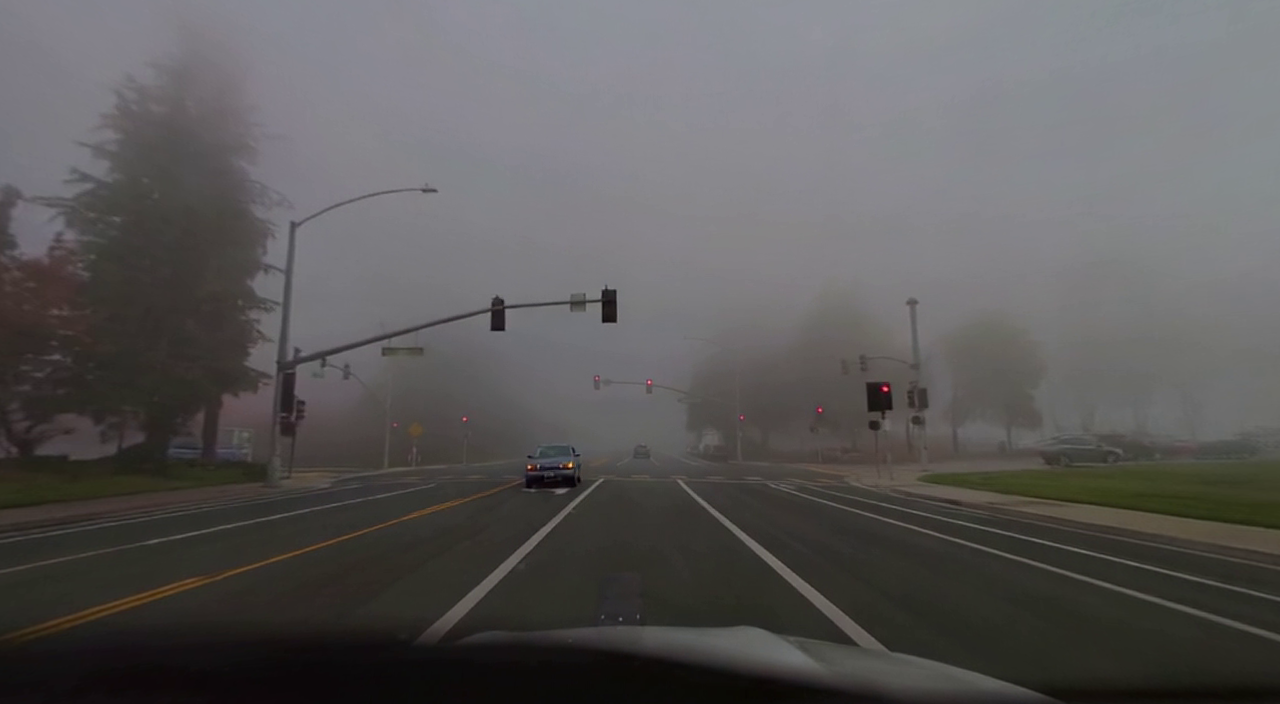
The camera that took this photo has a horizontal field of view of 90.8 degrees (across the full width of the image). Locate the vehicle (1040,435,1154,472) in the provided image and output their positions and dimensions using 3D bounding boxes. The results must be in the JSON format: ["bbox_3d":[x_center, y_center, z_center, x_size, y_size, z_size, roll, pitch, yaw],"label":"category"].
[{"bbox_3d":[23.266,5.177,32.303,4.246,1.750,1.954,-1,-8,1],"label":"vehicle"}]

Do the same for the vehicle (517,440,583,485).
[{"bbox_3d":[-3.310,4.124,23.937,1.915,1.553,3.846,0,-8,0],"label":"vehicle"}]
